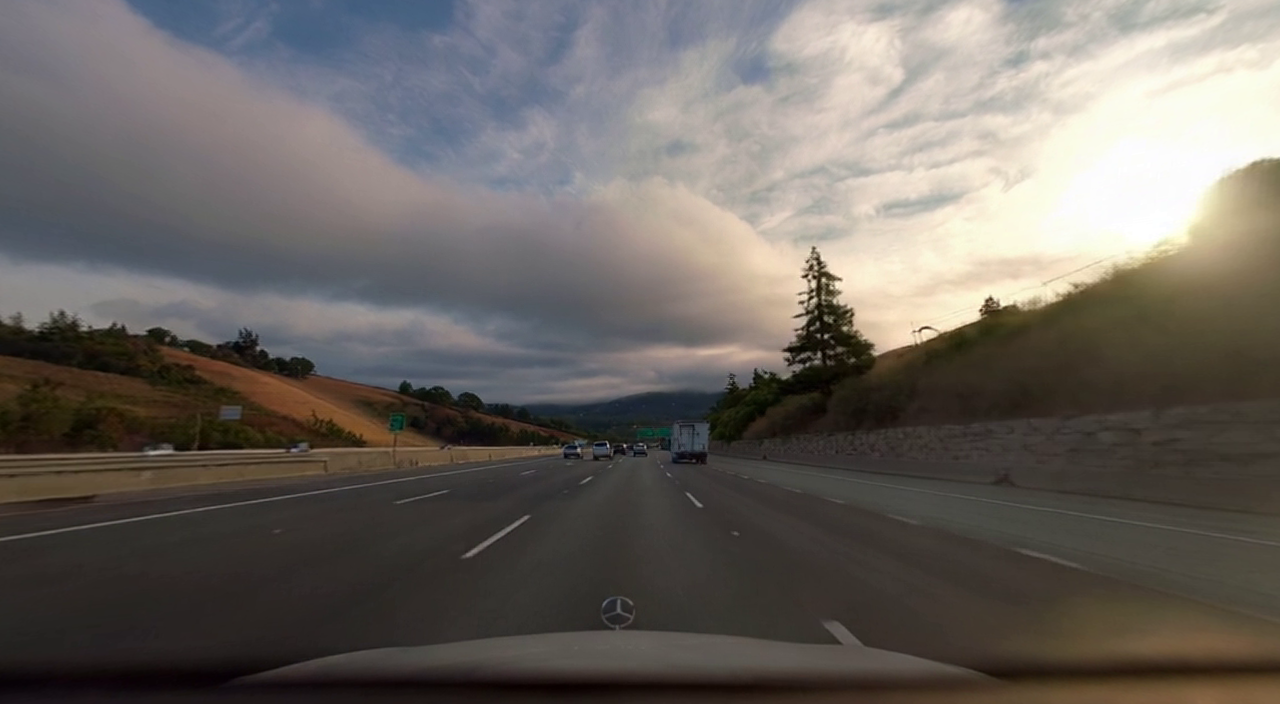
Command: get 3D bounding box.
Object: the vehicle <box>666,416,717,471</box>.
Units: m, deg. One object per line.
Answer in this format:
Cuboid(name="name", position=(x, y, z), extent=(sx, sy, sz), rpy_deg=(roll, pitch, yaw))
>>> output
Cuboid(name="vehicle", position=(3.264, 6.110, 41.721), extent=(2.795, 3.187, 7.205), rpy_deg=(-1, -10, 1))
